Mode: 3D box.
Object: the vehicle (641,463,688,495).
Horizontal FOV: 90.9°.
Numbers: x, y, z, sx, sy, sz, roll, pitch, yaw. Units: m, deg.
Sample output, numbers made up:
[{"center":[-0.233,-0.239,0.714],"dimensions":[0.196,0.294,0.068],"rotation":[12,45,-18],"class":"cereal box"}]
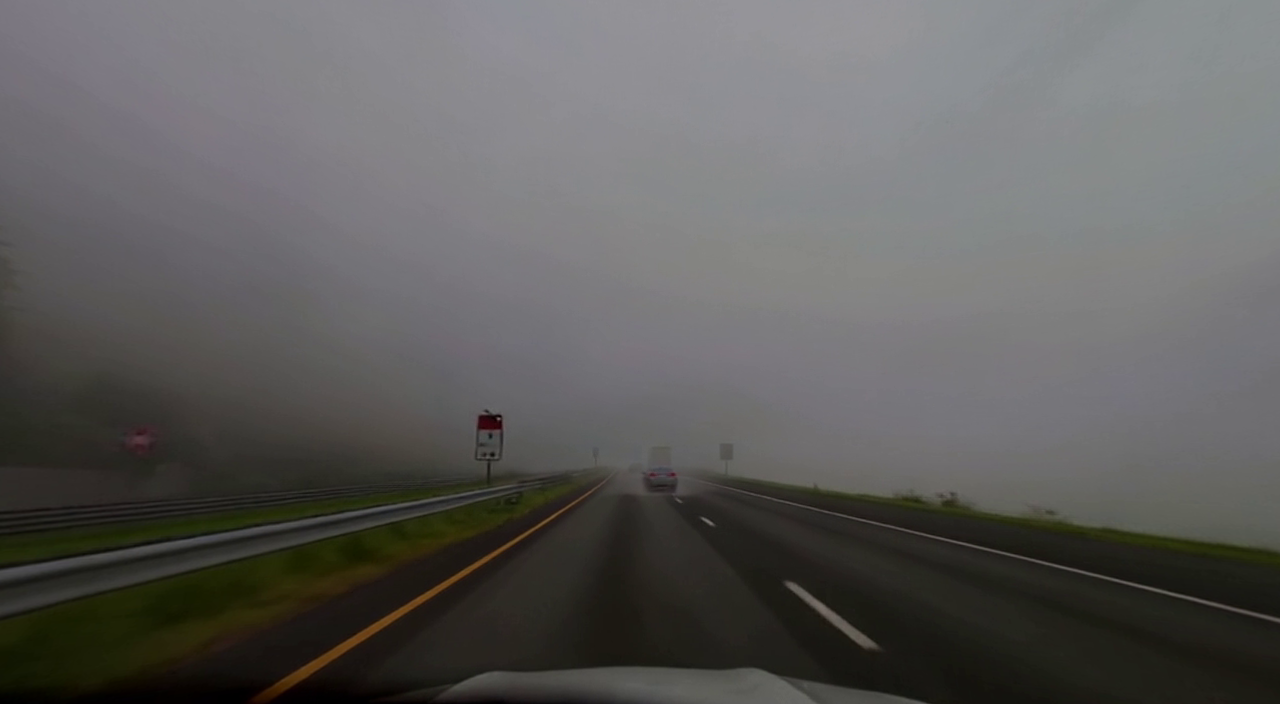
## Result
[{"center":[1.165,6.233,31.047],"dimensions":[1.976,1.467,3.783],"rotation":[1,-11,-3],"class":"vehicle"}]
